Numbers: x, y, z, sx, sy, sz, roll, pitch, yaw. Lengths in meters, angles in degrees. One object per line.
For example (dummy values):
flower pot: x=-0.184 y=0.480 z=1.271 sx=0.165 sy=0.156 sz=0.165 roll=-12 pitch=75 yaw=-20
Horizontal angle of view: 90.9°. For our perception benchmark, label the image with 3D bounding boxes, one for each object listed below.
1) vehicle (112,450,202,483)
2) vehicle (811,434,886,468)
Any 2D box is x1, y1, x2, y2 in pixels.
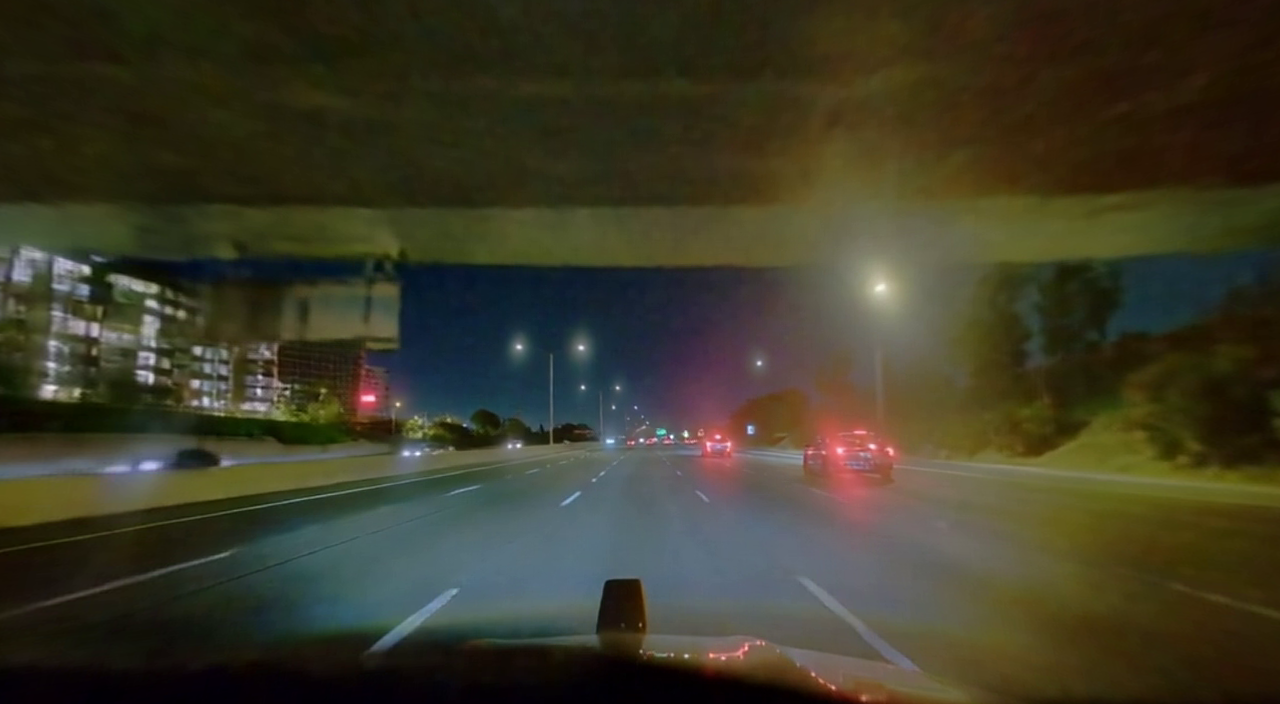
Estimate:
vehicle: x=-31.140 y=7.341 z=40.840 sx=2.065 sy=1.859 sz=4.769 roll=-2 pitch=-8 yaw=0
vehicle: x=9.936 y=4.768 z=30.484 sx=2.000 sy=1.514 sz=4.585 roll=0 pitch=-8 yaw=-1
